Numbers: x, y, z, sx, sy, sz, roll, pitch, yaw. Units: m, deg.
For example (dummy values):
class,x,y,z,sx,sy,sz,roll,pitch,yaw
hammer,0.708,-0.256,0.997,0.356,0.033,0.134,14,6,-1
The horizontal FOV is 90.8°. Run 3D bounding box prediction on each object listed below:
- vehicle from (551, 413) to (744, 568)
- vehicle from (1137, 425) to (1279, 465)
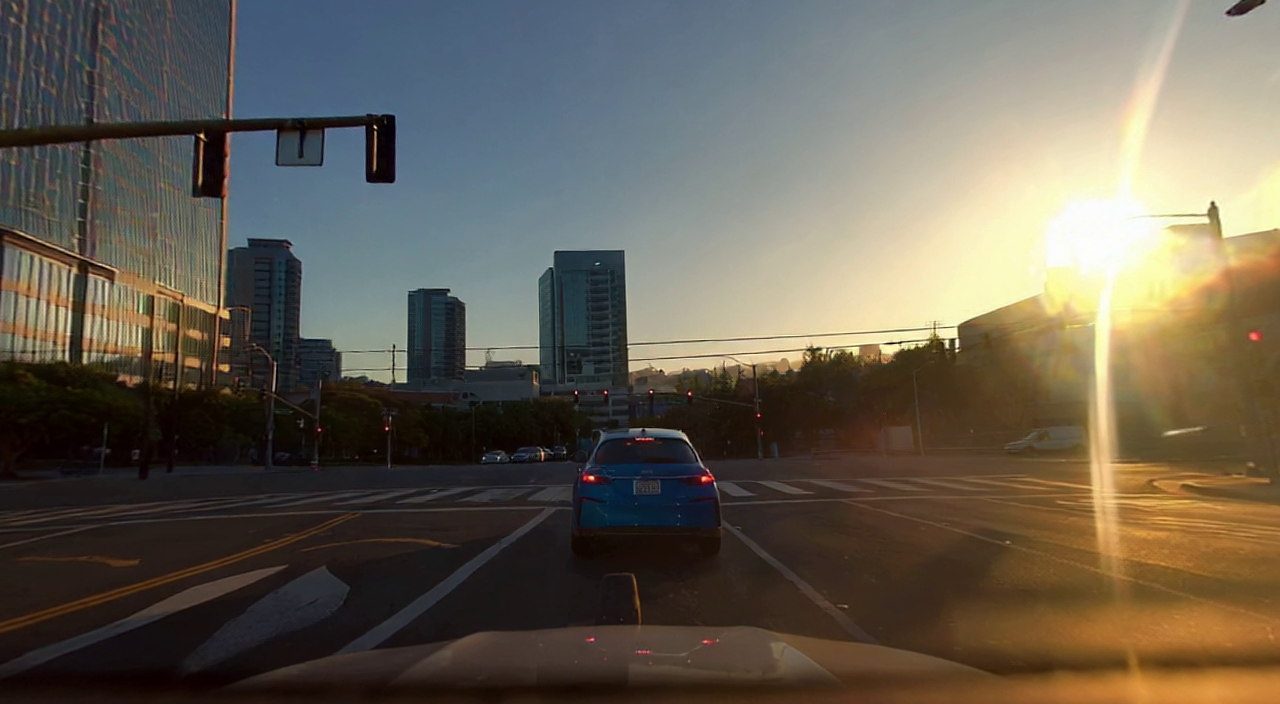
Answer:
class,x,y,z,sx,sy,sz,roll,pitch,yaw
vehicle,0.039,1.754,8.709,2.027,1.626,3.942,0,-8,-1
vehicle,28.493,4.673,31.726,5.247,1.889,2.050,0,-8,1
